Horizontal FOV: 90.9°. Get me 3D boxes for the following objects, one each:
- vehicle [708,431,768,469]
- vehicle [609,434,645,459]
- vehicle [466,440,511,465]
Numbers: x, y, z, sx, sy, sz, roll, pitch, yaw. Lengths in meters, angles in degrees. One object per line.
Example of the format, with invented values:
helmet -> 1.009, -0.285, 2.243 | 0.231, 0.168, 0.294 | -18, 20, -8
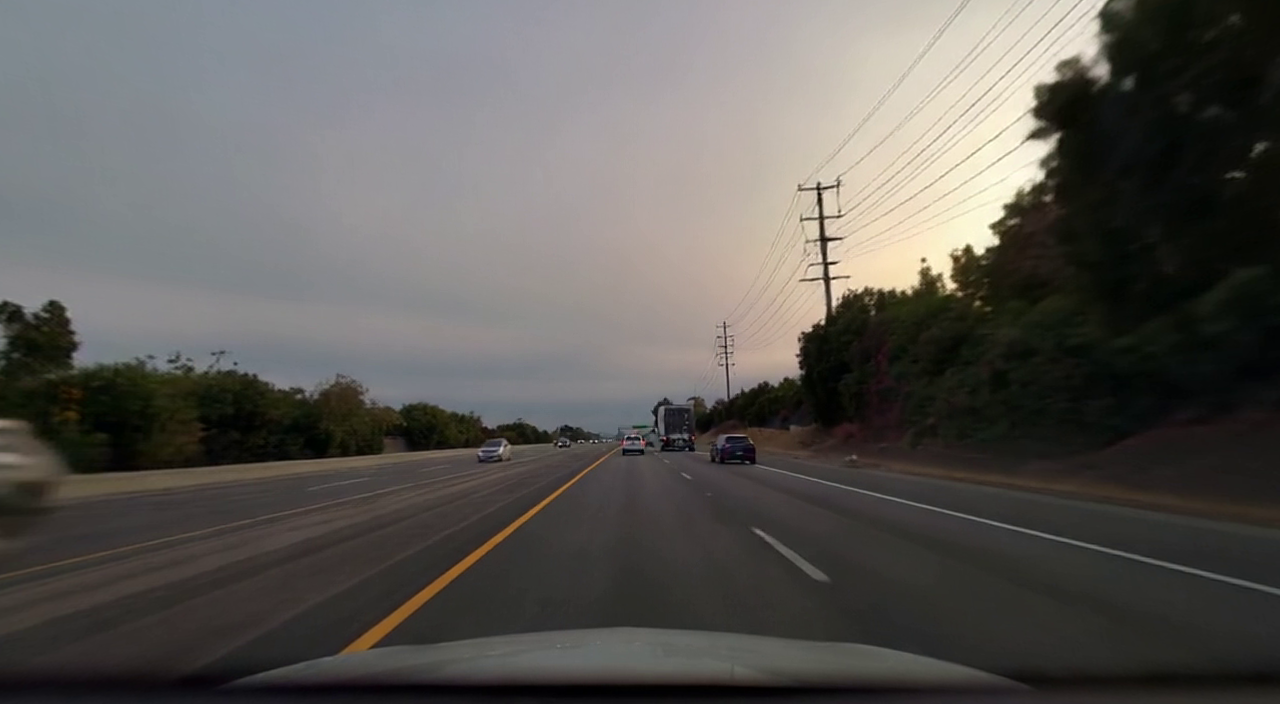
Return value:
vehicle -> 4.266, 4.301, 28.020 | 1.930, 1.573, 3.853 | 0, -8, -2
vehicle -> -0.833, 6.019, 40.324 | 2.163, 1.466, 3.693 | 0, -7, -1
vehicle -> -9.451, 6.278, 39.675 | 1.820, 1.451, 4.375 | 0, -8, 0
